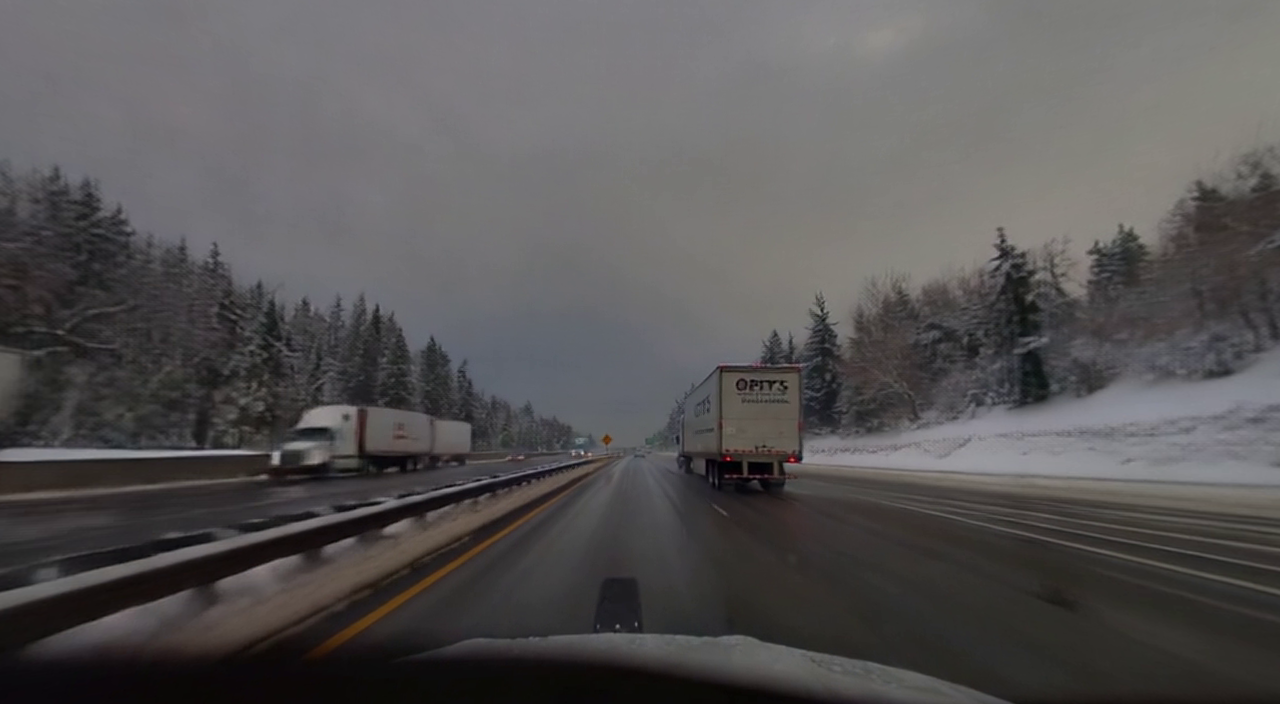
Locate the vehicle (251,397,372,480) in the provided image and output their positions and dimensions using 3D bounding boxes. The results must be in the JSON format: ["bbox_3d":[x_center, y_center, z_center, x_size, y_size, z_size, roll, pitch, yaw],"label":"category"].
[{"bbox_3d":[-17.114,4.638,33.351,3.000,3.983,5.883,0,-9,1],"label":"vehicle"}]

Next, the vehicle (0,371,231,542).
[{"bbox_3d":[-12.746,2.315,14.185,2.790,3.017,6.137,0,-9,0],"label":"vehicle"}]

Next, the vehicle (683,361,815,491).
[{"bbox_3d":[3.887,3.388,26.711,2.926,4.060,14.068,0,-9,-1],"label":"vehicle"}]
